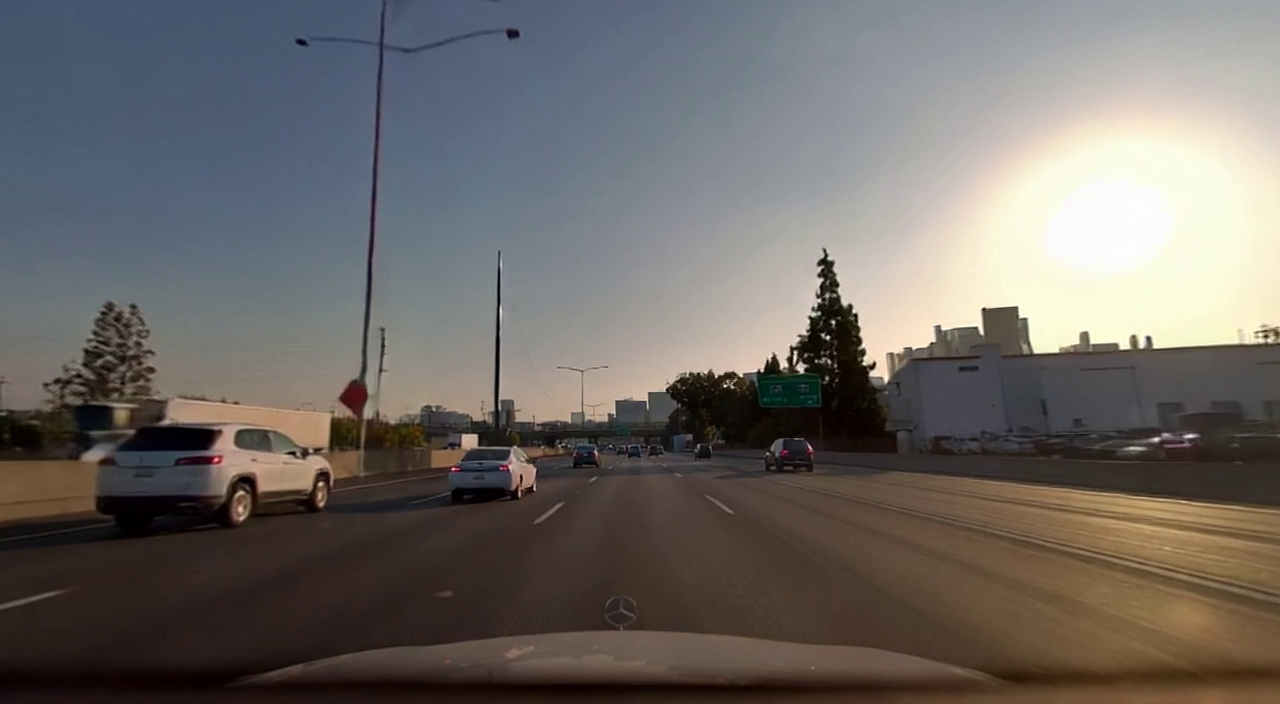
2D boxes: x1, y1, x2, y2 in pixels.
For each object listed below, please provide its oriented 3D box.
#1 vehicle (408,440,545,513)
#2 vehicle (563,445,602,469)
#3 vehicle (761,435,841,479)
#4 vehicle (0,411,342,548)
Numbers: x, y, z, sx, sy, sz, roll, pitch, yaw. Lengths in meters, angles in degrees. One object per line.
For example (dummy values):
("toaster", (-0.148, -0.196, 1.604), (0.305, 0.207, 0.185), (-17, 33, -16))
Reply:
("vehicle", (-3.690, 2.899, 15.236), (2.047, 1.469, 4.614), (0, -9, 0))
("vehicle", (-3.625, 6.716, 40.581), (2.078, 1.464, 4.093), (0, -9, 0))
("vehicle", (6.919, 4.569, 27.685), (2.147, 1.769, 4.666), (0, -9, -1))
("vehicle", (-7.544, 2.068, 10.899), (2.310, 1.787, 4.955), (0, -9, 1))
